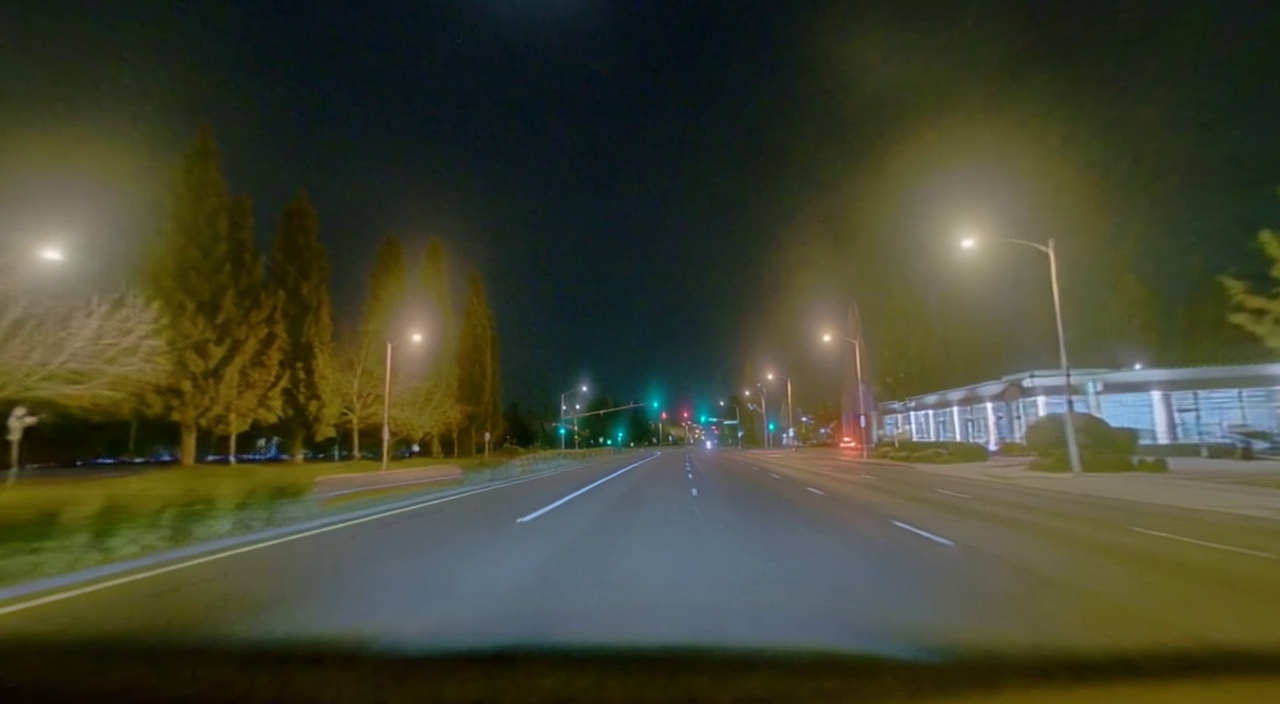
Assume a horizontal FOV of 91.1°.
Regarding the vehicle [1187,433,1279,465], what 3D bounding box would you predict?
[{"bbox_3d":[27.917,4.337,28.316,4.440,1.378,1.936,-1,-7,6],"label":"vehicle"}]
